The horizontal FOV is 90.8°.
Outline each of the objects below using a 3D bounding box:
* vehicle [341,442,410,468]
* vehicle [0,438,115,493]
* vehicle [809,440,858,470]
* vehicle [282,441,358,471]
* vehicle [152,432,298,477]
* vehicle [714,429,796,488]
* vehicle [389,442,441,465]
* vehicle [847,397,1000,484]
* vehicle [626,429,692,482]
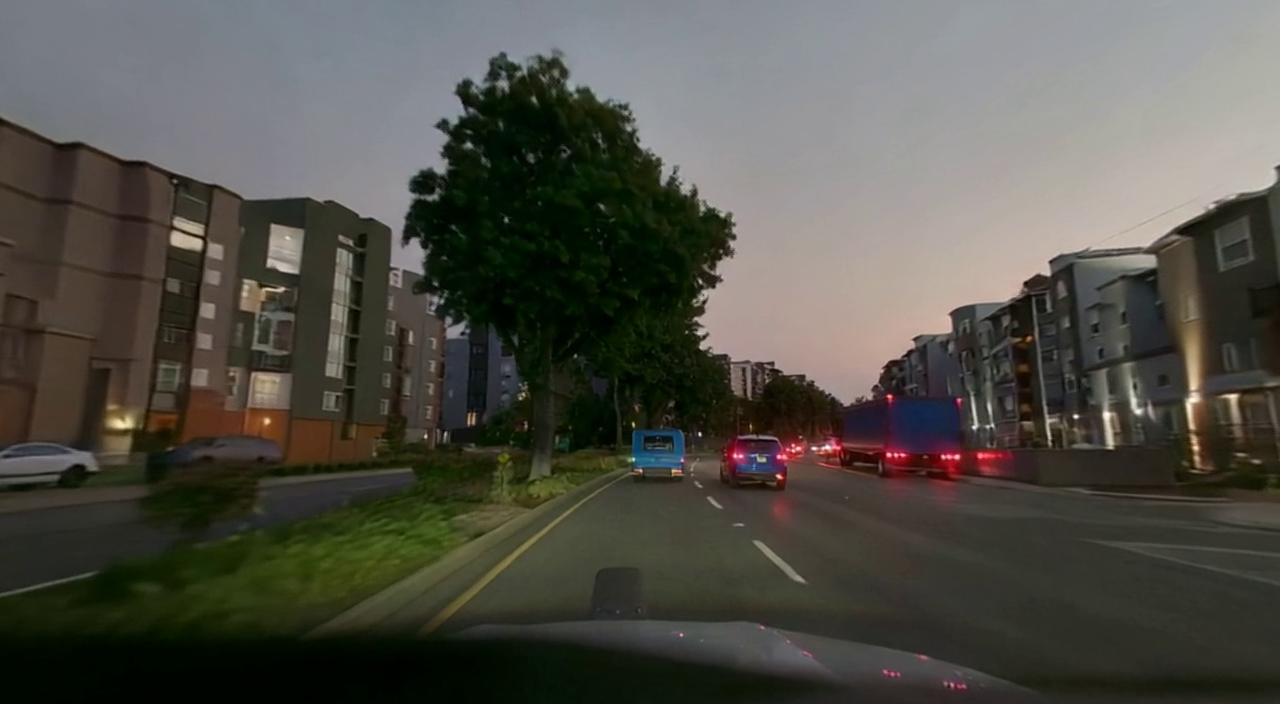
[{"bbox_3d":[-17.148,6.727,41.265,1.951,1.513,5.107,-3,-10,4],"label":"vehicle"},{"bbox_3d":[-18.401,3.311,18.281,2.008,1.487,5.078,-2,-10,1],"label":"vehicle"},{"bbox_3d":[12.414,6.601,40.859,2.080,1.744,4.889,0,-8,6],"label":"vehicle"},{"bbox_3d":[-17.758,5.816,35.315,1.845,1.512,4.316,-2,-10,3],"label":"vehicle"},{"bbox_3d":[-18.245,4.658,28.272,2.272,1.746,5.914,-1,-11,3],"label":"vehicle"},{"bbox_3d":[3.816,3.646,21.833,2.033,1.823,4.409,0,-9,0],"label":"vehicle"},{"bbox_3d":[-16.768,7.627,47.310,1.849,1.455,4.606,-2,-11,5],"label":"vehicle"},{"bbox_3d":[11.707,3.825,27.077,3.705,3.221,6.779,0,-9,3],"label":"vehicle"},{"bbox_3d":[0.822,4.066,25.045,2.345,1.841,5.032,0,-9,3],"label":"vehicle"}]
